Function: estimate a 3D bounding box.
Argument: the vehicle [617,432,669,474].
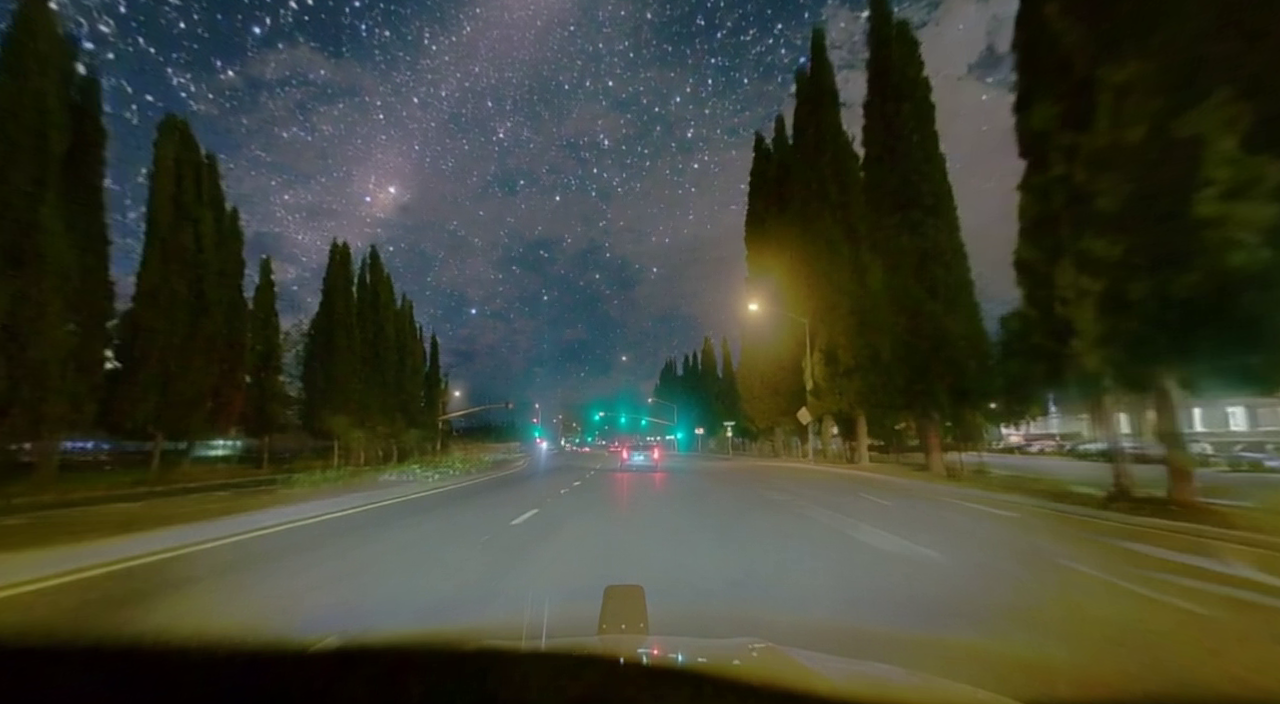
[{"bbox_3d":[0.064,4.422,27.771,2.135,1.691,3.884,0,-9,-2],"label":"vehicle"}]
